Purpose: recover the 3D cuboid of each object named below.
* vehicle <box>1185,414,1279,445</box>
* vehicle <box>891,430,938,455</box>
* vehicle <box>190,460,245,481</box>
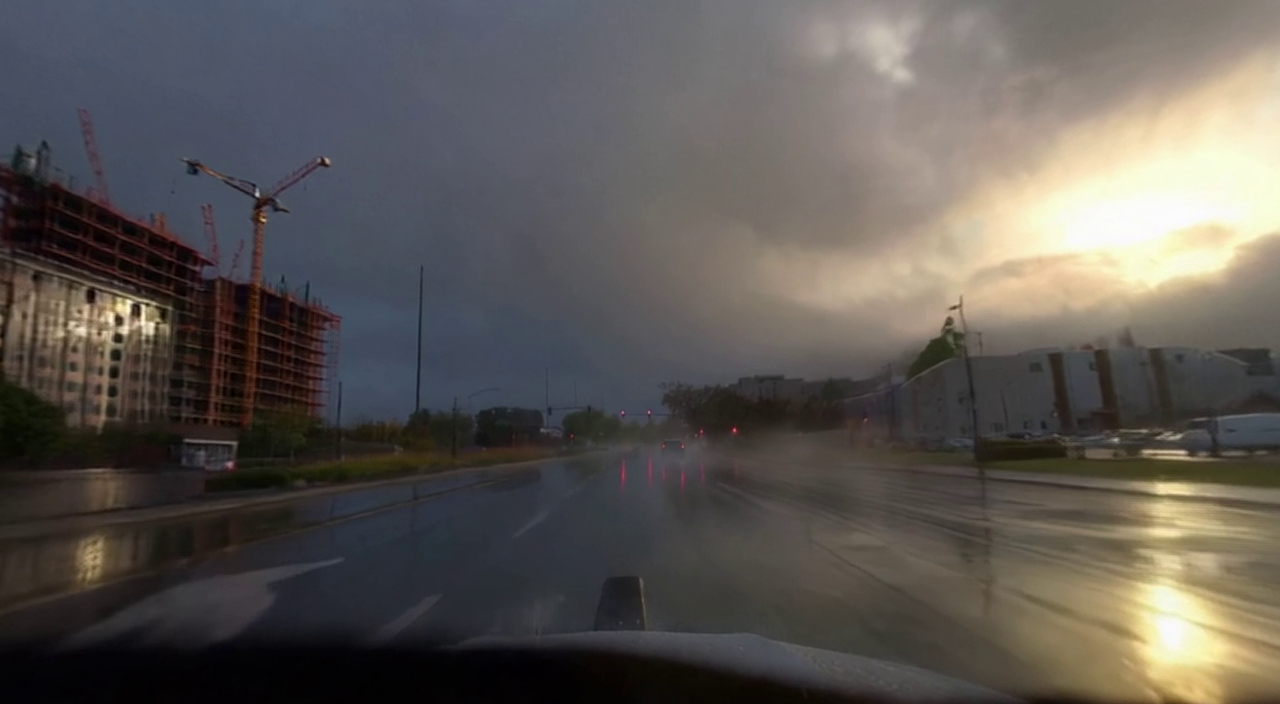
[{"bbox_3d":[45.076,5.802,47.330,6.011,1.997,2.324,-11,-13,43],"label":"vehicle"},{"bbox_3d":[20.558,6.803,47.551,2.222,1.742,5.231,-1,-8,12],"label":"vehicle"},{"bbox_3d":[-30.271,8.470,45.200,4.351,1.413,1.878,-8,-12,37],"label":"vehicle"}]
